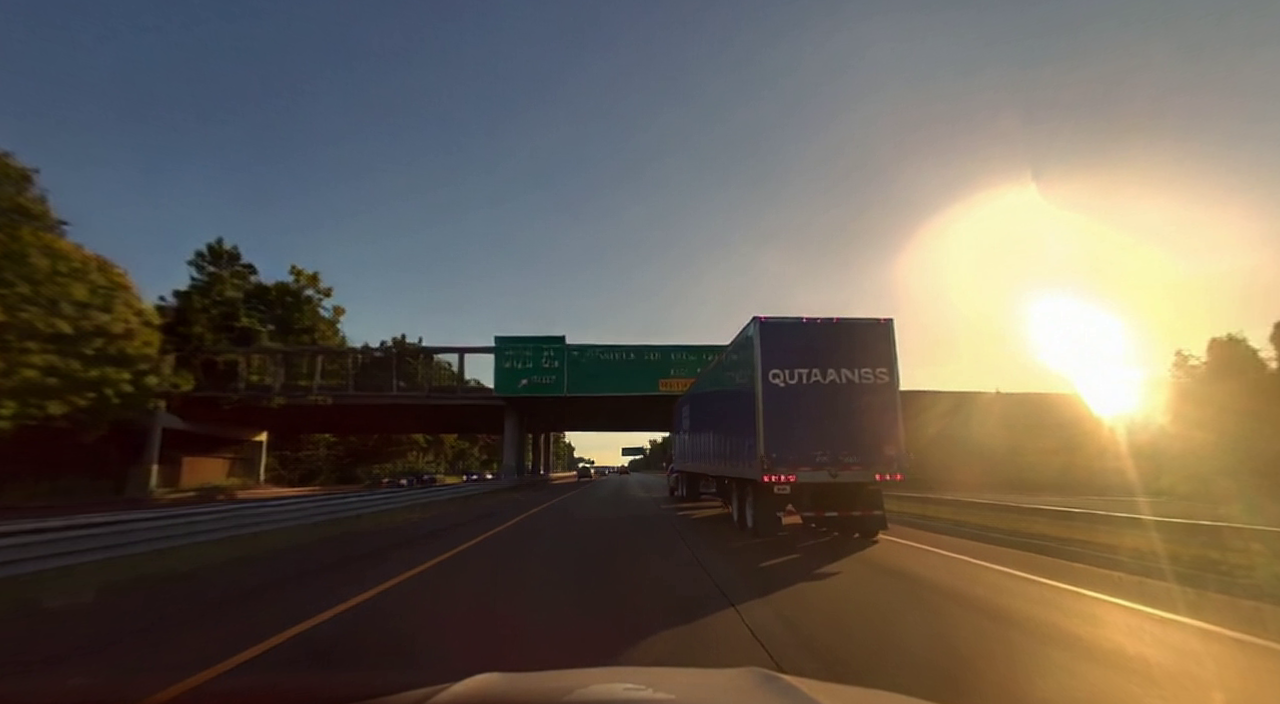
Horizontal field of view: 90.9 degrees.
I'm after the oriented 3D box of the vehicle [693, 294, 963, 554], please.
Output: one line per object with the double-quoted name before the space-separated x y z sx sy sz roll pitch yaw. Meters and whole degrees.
"vehicle" 3.331 2.037 15.148 2.871 4.032 10.642 1 -10 -2
